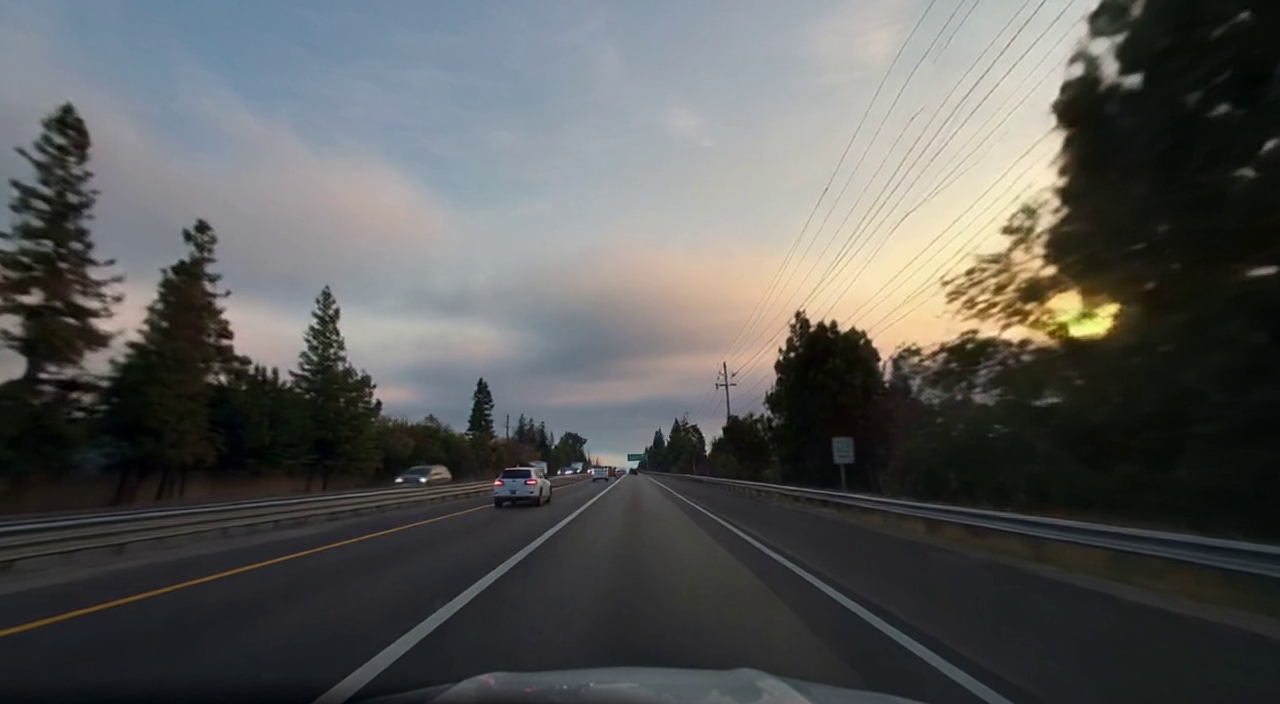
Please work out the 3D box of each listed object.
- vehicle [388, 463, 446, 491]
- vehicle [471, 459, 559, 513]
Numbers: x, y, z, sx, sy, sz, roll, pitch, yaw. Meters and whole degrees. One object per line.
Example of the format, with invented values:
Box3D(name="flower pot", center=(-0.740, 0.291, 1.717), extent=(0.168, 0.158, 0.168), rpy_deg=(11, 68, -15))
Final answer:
Box3D(name="vehicle", center=(-13.302, 7.484, 37.810), extent=(1.974, 1.556, 3.945), rpy_deg=(1, -10, 0))
Box3D(name="vehicle", center=(-3.933, 4.321, 20.610), extent=(1.963, 1.501, 4.227), rpy_deg=(1, -10, 0))
